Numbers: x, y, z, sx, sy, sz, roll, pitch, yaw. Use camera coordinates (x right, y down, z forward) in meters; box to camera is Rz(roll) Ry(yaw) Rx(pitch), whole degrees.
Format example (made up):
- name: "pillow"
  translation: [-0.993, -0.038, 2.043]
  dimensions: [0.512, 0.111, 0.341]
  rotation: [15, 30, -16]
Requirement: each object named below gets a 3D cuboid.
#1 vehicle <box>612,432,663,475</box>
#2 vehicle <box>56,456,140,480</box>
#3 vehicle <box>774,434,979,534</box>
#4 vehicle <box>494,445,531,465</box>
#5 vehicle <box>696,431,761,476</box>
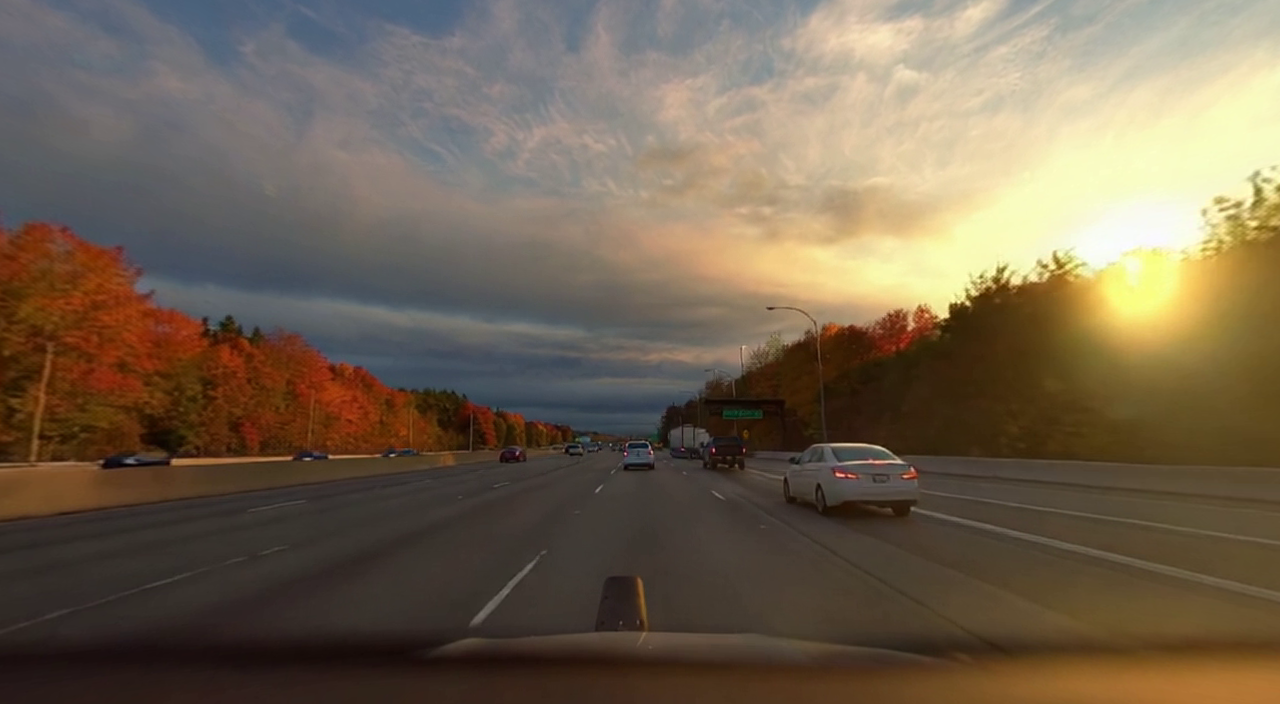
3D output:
- name: "vehicle"
  translation: [-0.095, 5.068, 31.565]
  dimensions: [2.372, 1.957, 5.121]
  rotation: [0, -9, 0]
- name: "vehicle"
  translation: [-39.099, 8.347, 45.583]
  dimensions: [2.022, 1.549, 4.601]
  rotation: [0, -9, 0]
- name: "vehicle"
  translation: [4.156, 2.393, 12.114]
  dimensions: [2.057, 1.508, 4.767]
  rotation: [0, -9, 0]
- name: "vehicle"
  translation: [-9.960, 8.077, 49.475]
  dimensions: [1.989, 1.529, 4.433]
  rotation: [0, -9, 1]
- name: "vehicle"
  translation: [4.268, 5.018, 31.413]
  dimensions: [2.388, 1.998, 5.749]
  rotation: [0, -9, 0]
